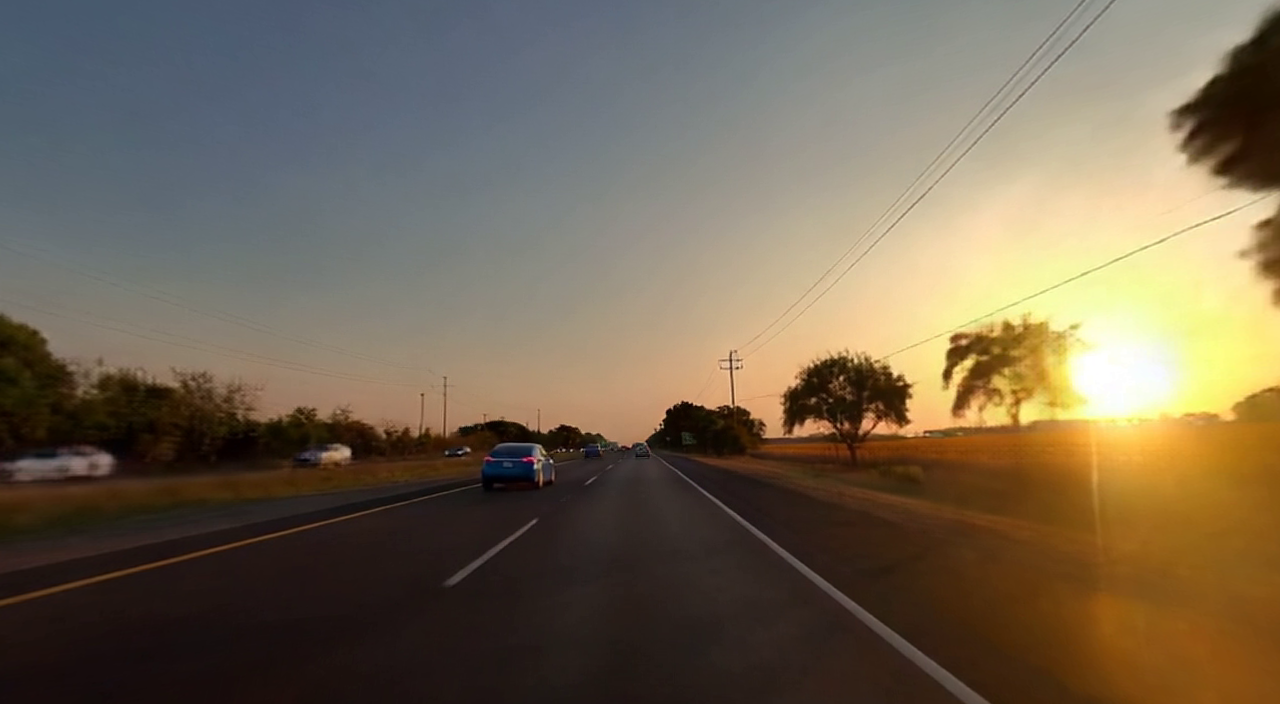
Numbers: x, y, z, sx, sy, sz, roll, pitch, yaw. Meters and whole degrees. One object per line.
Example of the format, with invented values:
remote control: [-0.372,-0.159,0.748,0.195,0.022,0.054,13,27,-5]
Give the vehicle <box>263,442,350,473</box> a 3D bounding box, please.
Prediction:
vehicle: [-20.714,6.578,39.485,2.218,1.811,5.782,0,-9,0]

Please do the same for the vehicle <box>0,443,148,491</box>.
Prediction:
vehicle: [-24.966,4.930,27.439,2.182,1.824,6.035,0,-9,0]

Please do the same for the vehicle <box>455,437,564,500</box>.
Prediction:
vehicle: [-3.676,3.383,18.755,2.120,1.597,4.810,0,-9,1]
